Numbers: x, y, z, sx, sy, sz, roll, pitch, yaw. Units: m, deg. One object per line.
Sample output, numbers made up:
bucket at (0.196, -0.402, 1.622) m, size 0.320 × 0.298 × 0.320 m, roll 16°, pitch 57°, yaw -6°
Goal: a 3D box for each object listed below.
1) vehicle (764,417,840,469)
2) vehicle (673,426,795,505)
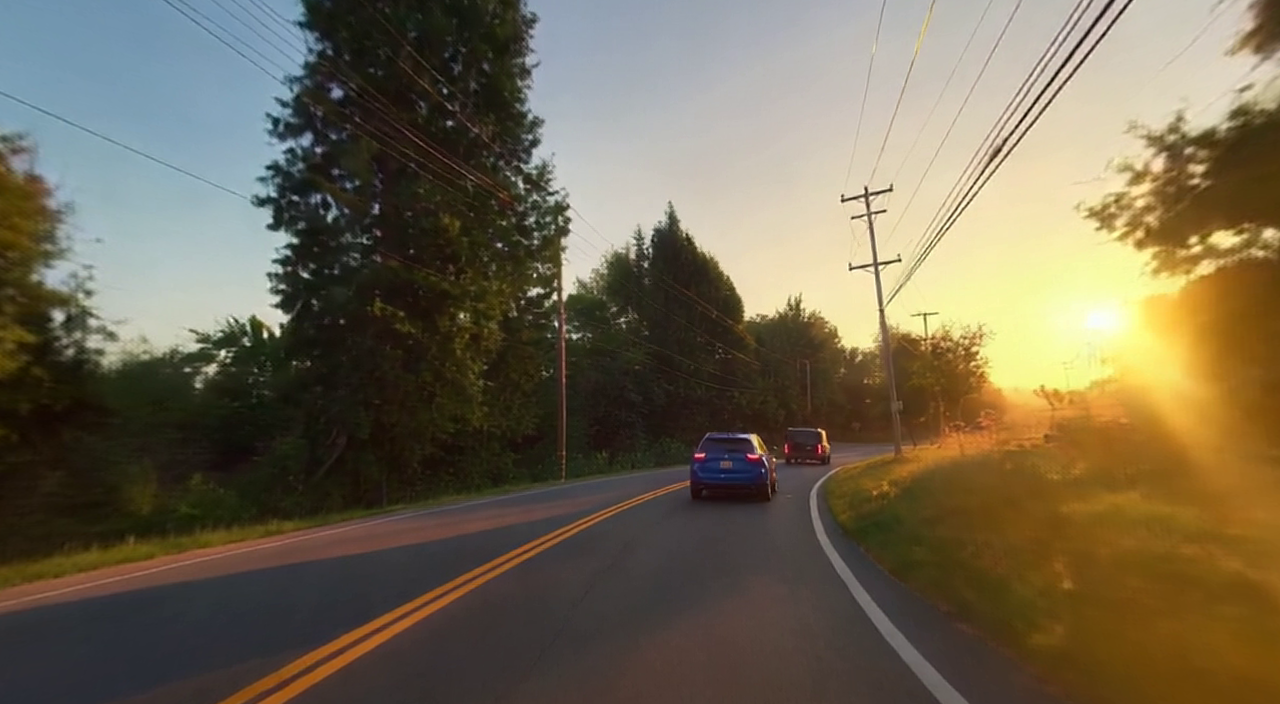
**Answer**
vehicle at (7.703, 4.282, 29.440) m, size 2.376 × 2.145 × 5.953 m, roll -4°, pitch -9°, yaw 24°
vehicle at (2.375, 2.609, 14.922) m, size 2.157 × 1.565 × 4.243 m, roll -3°, pitch -9°, yaw 18°
